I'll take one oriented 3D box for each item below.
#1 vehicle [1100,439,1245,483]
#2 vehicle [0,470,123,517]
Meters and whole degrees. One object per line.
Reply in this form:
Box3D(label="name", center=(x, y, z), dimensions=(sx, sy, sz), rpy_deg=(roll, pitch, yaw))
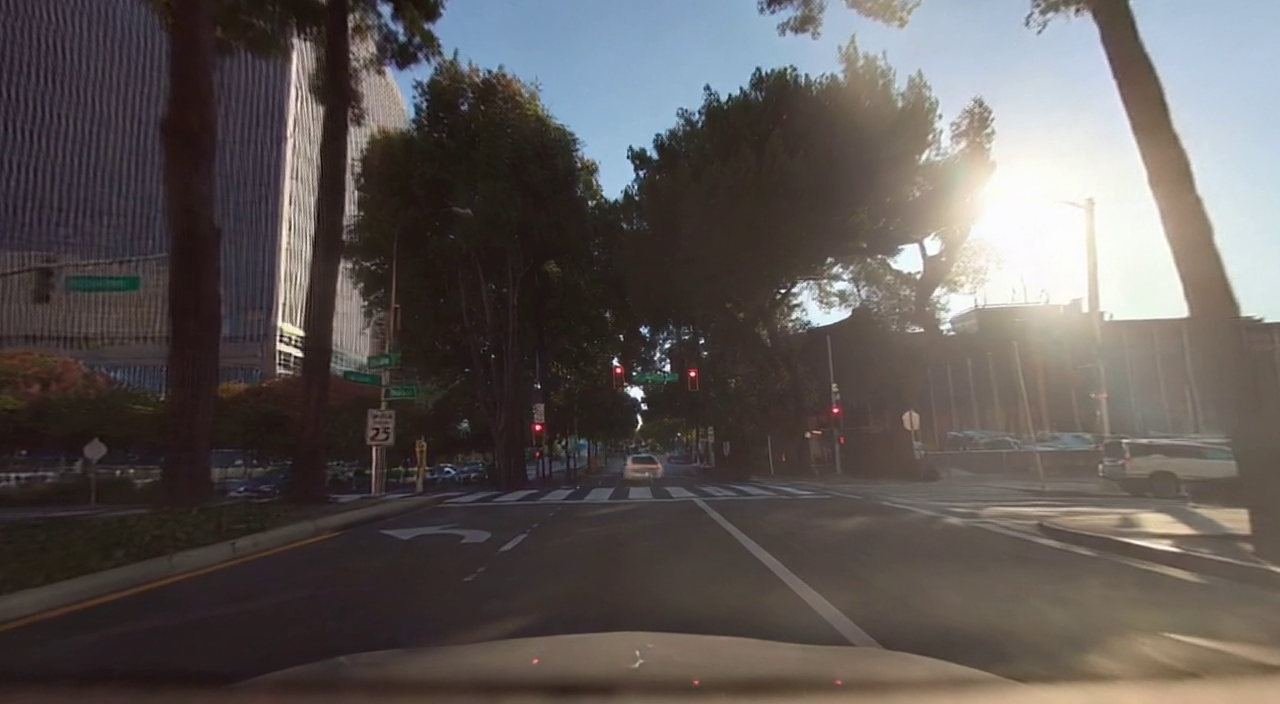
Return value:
Box3D(label="vehicle", center=(21.179, 4.332, 25.257), dimensions=(3.967, 1.636, 1.932), rpy_deg=(-1, -9, 0))
Box3D(label="vehicle", center=(-23.011, 5.388, 24.337), dimensions=(4.758, 1.549, 2.194), rpy_deg=(-2, -9, 14))
